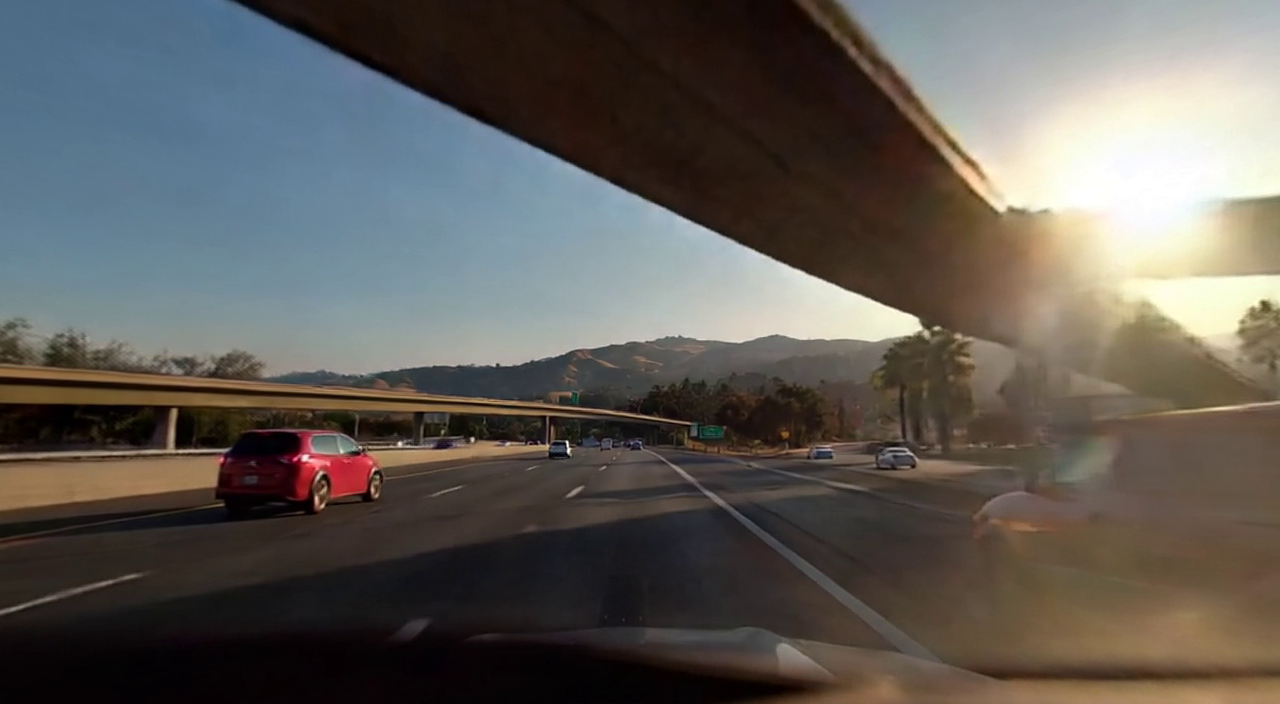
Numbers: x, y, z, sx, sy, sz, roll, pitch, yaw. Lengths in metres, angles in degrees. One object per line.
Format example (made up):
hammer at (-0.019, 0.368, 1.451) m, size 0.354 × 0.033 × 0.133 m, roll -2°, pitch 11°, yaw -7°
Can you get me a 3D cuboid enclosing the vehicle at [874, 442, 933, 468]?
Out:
vehicle at (18.712, 7.326, 44.888) m, size 2.294 × 1.737 × 4.708 m, roll 0°, pitch -8°, yaw 2°
